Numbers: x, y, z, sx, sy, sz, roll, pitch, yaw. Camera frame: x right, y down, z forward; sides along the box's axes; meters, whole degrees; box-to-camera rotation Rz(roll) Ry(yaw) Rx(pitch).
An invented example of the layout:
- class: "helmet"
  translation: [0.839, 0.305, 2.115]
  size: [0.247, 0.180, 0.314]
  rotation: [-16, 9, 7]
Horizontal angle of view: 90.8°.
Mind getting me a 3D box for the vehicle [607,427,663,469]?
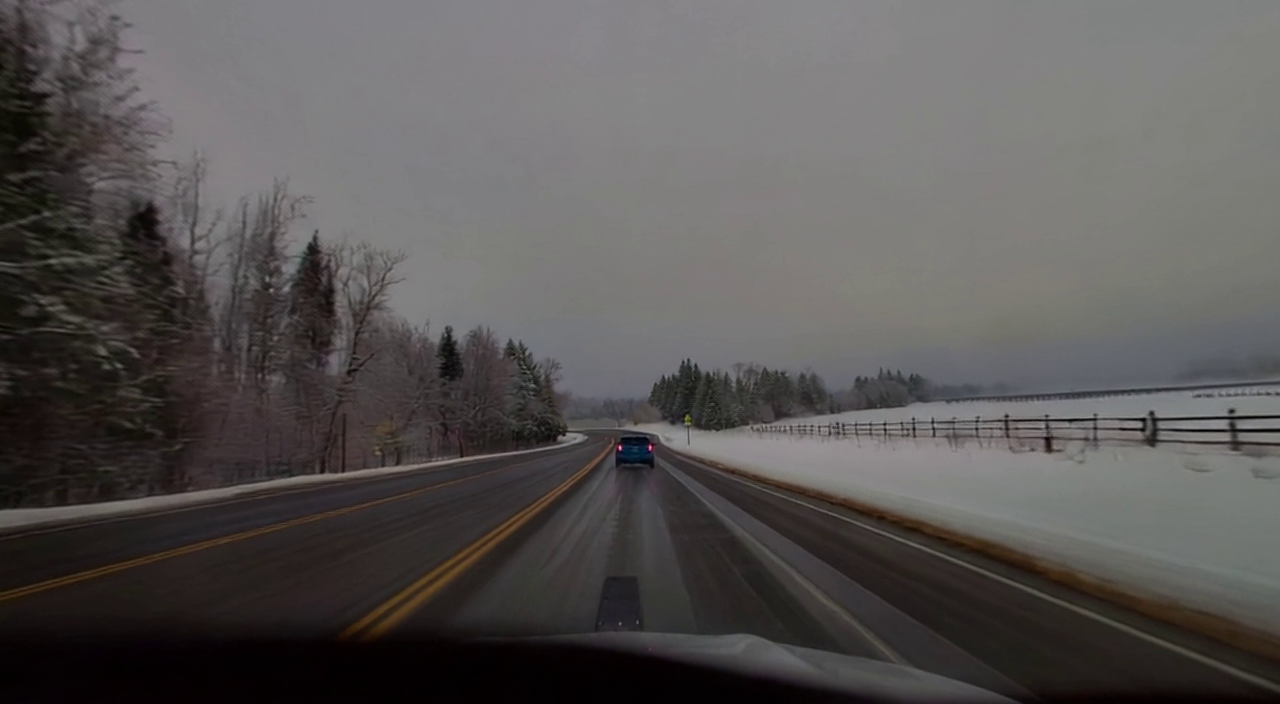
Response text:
- class: "vehicle"
  translation: [-0.249, 4.242, 27.909]
  size: [2.294, 1.708, 4.110]
  rotation: [0, -8, -1]
